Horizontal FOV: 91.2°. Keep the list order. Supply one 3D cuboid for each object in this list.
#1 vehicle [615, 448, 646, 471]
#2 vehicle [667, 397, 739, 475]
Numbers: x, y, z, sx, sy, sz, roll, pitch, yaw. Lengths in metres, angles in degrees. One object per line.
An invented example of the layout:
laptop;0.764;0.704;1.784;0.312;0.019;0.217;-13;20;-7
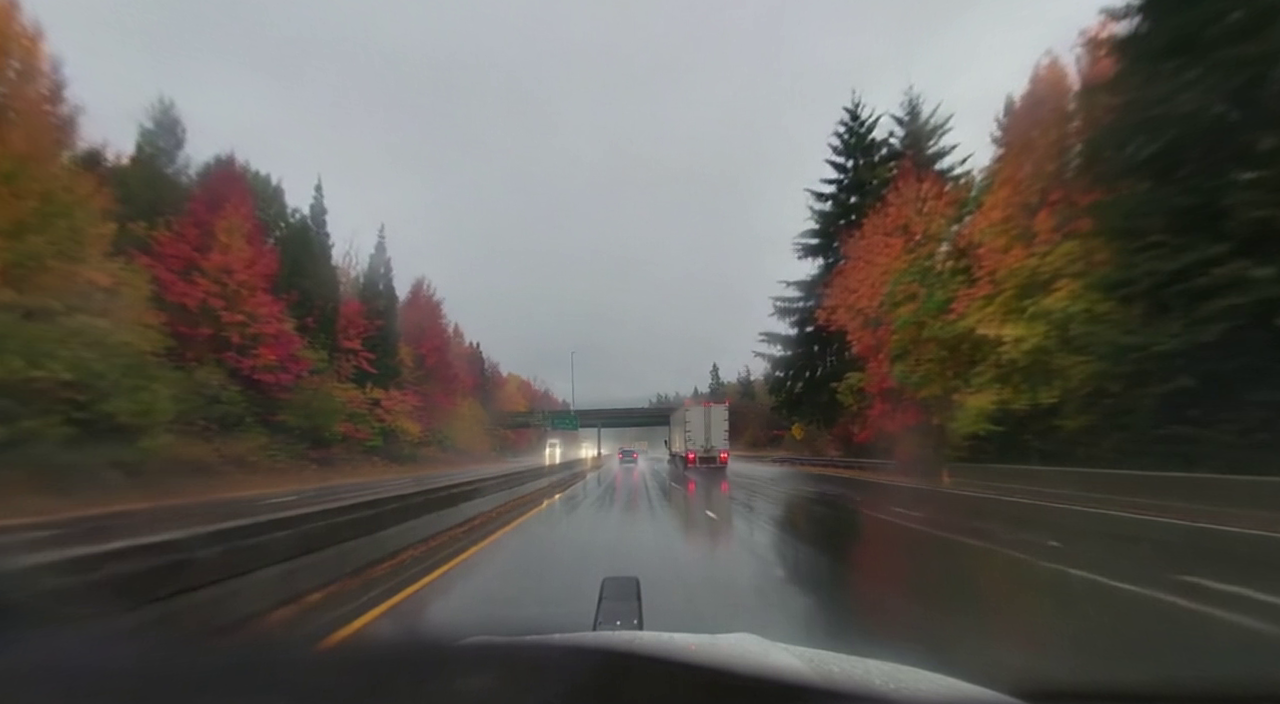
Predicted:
vehicle;-0.651;7.188;42.012;1.961;1.454;3.755;0;-9;-1
vehicle;3.752;5.759;41.738;2.956;4.281;14.327;0;-9;-1
